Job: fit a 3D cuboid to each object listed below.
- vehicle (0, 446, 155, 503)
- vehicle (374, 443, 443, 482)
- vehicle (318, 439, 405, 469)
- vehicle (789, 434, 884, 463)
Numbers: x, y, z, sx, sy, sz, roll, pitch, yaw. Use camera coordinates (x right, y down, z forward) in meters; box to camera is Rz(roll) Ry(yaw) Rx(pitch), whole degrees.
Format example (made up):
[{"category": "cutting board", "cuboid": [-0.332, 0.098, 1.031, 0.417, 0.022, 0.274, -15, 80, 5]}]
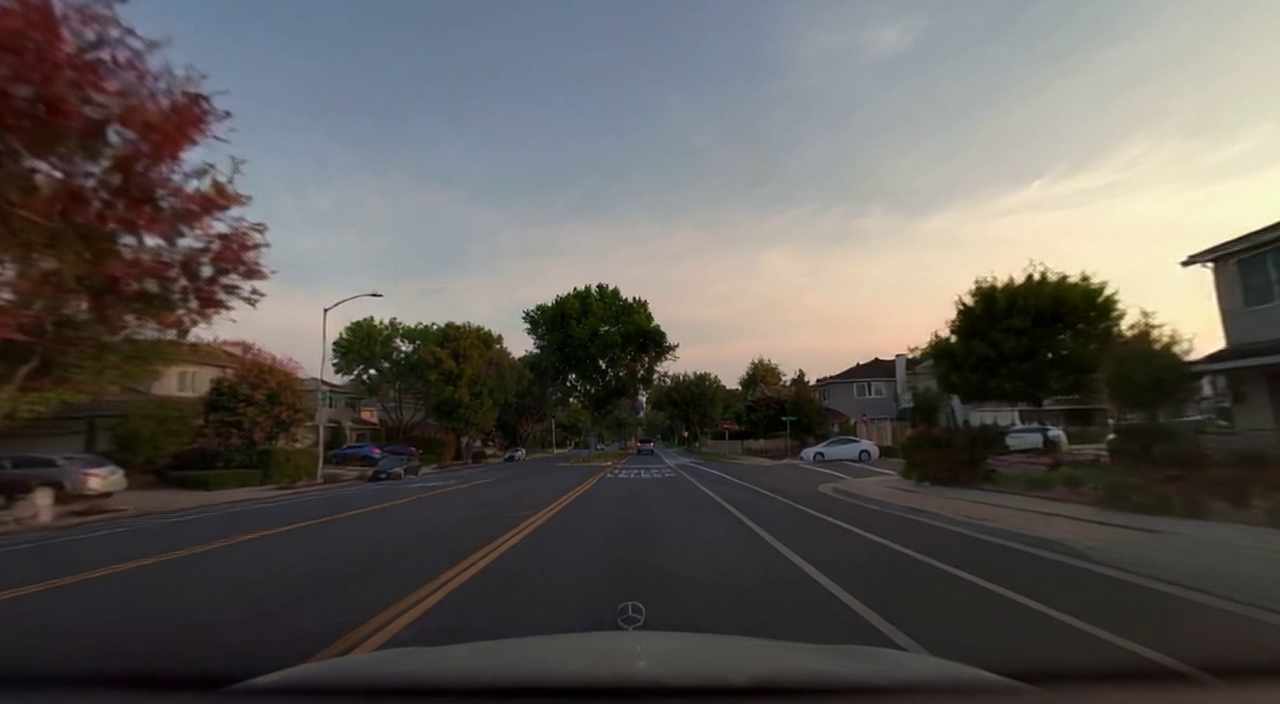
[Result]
[{"category": "vehicle", "cuboid": [-18.236, 3.733, 19.436, 4.717, 1.605, 2.074, 0, -8, -3]}, {"category": "vehicle", "cuboid": [-12.442, 5.938, 34.174, 1.965, 1.653, 4.488, -3, -6, 1]}, {"category": "vehicle", "cuboid": [-19.597, 7.179, 44.551, 4.969, 1.995, 2.462, 0, -8, 0]}, {"category": "vehicle", "cuboid": [10.989, 5.444, 35.630, 4.818, 1.525, 2.163, -2, -8, 9]}]
